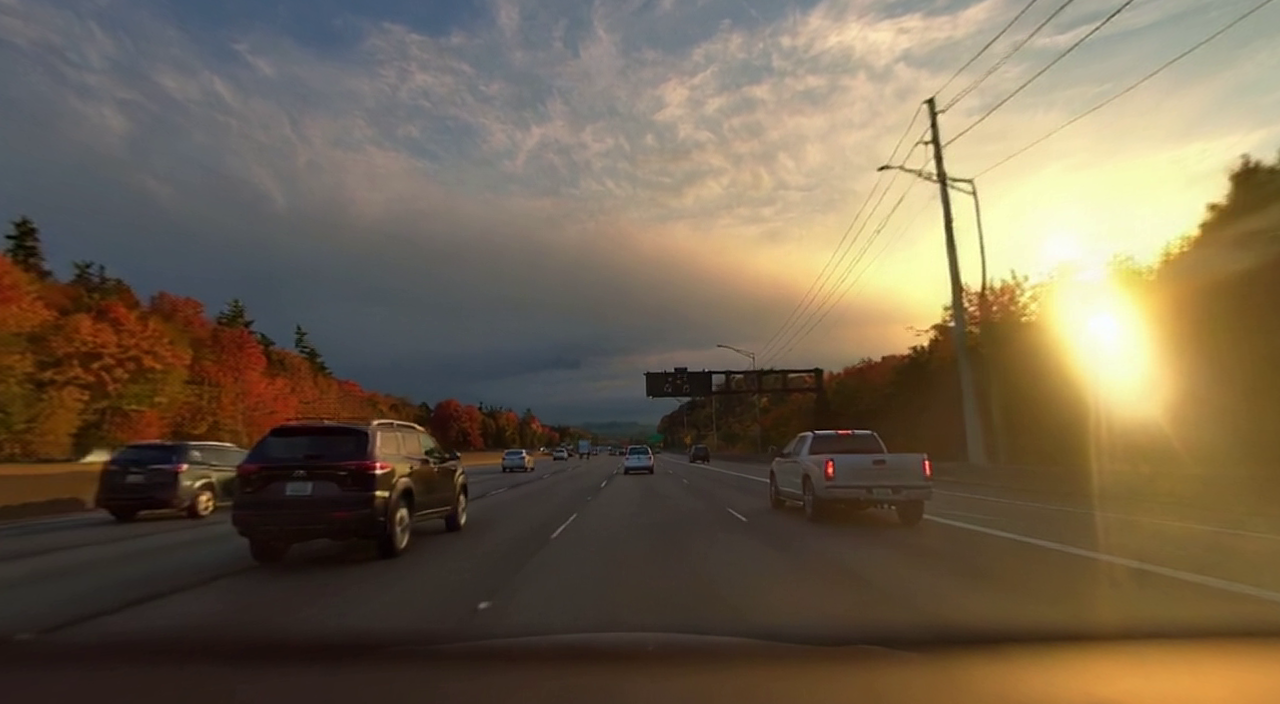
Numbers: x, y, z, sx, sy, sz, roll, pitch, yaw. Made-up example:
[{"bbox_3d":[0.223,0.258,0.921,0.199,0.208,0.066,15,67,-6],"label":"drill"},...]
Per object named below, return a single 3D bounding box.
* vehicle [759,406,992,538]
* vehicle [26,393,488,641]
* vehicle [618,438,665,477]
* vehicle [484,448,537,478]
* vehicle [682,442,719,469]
[{"bbox_3d":[4.149,2.291,12.580,2.388,1.998,5.749,0,-9,0],"label":"vehicle"},{"bbox_3d":[-3.316,1.544,6.864,2.154,1.783,4.476,0,-9,0],"label":"vehicle"},{"bbox_3d":[0.102,5.748,34.451,2.372,1.957,5.121,0,-9,0],"label":"vehicle"},{"bbox_3d":[-7.216,6.239,35.624,2.014,1.526,4.577,0,-9,0],"label":"vehicle"},{"bbox_3d":[4.736,8.186,49.918,2.380,1.976,5.614,0,-9,0],"label":"vehicle"}]
